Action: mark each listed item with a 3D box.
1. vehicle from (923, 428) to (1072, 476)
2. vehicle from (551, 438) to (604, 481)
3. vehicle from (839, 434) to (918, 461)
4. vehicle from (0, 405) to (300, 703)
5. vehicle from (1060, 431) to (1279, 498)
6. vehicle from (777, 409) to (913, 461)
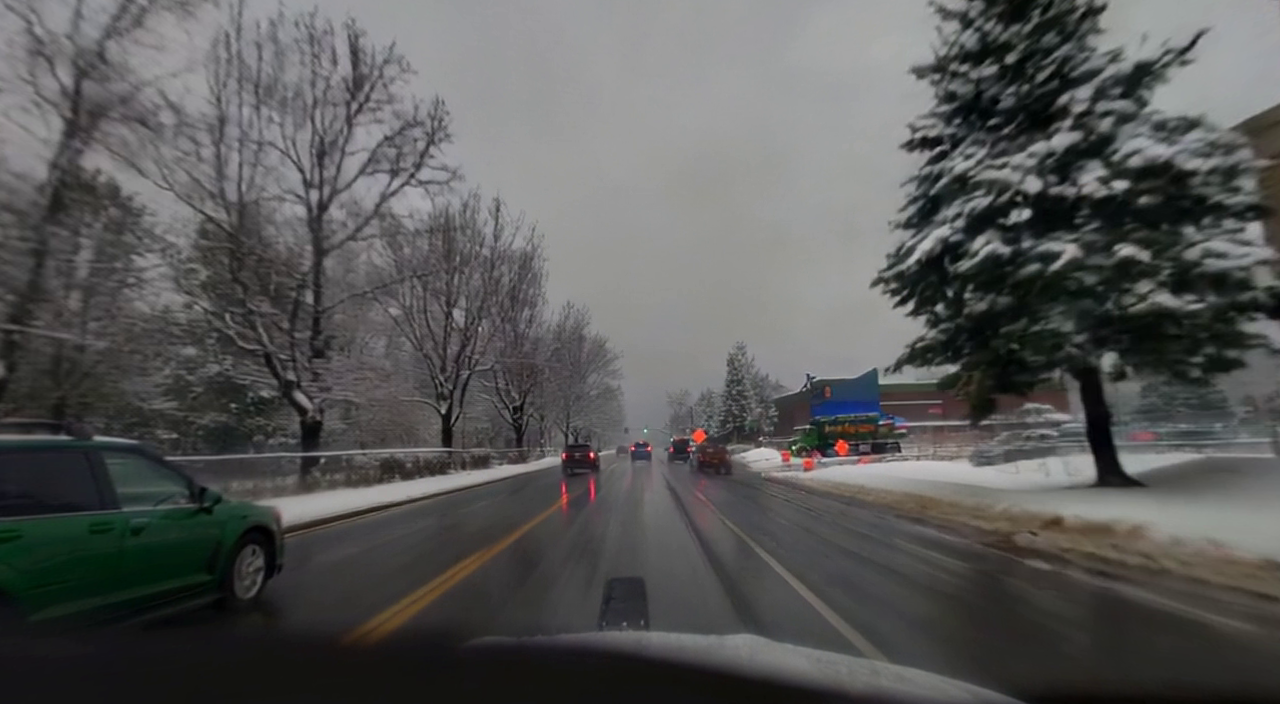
[{"bbox_3d":[13.877,3.908,24.794,4.804,1.695,2.055,-4,-9,26],"label":"vehicle"},{"bbox_3d":[-2.603,4.527,26.832,2.038,1.682,4.399,1,-9,-4],"label":"vehicle"},{"bbox_3d":[15.814,6.378,42.018,1.874,1.694,4.535,7,-11,-38],"label":"vehicle"},{"bbox_3d":[-3.985,1.126,3.665,1.856,1.540,3.733,0,-8,1],"label":"vehicle"},{"bbox_3d":[13.384,2.702,15.392,4.835,1.458,1.934,-4,-9,23],"label":"vehicle"},{"bbox_3d":[15.044,6.148,46.714,8.949,3.673,3.044,0,-8,-2],"label":"vehicle"}]
